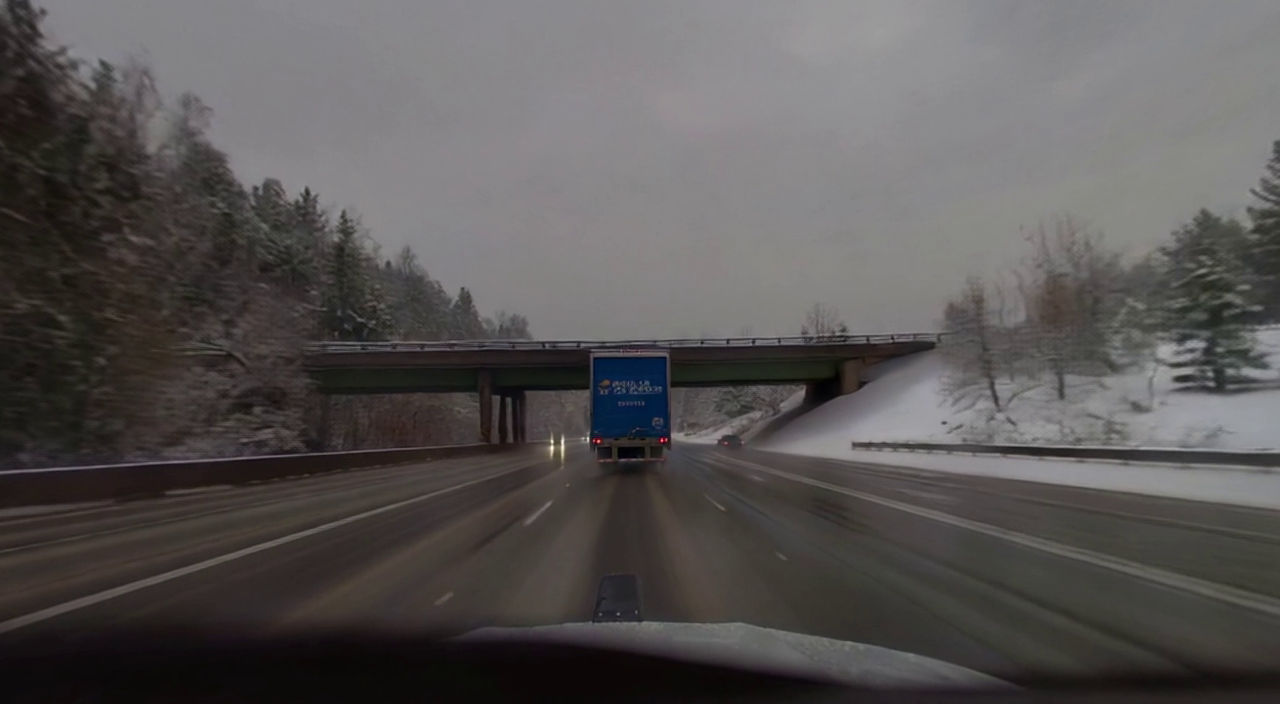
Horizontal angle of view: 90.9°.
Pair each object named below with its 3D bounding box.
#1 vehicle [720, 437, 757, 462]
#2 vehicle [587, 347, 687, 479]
[{"bbox_3d":[7.348,7.316,47.528,2.050,1.637,4.397,3,-7,0],"label":"vehicle"},{"bbox_3d":[-0.322,2.436,23.576,2.895,3.861,10.213,0,-8,-3],"label":"vehicle"}]
